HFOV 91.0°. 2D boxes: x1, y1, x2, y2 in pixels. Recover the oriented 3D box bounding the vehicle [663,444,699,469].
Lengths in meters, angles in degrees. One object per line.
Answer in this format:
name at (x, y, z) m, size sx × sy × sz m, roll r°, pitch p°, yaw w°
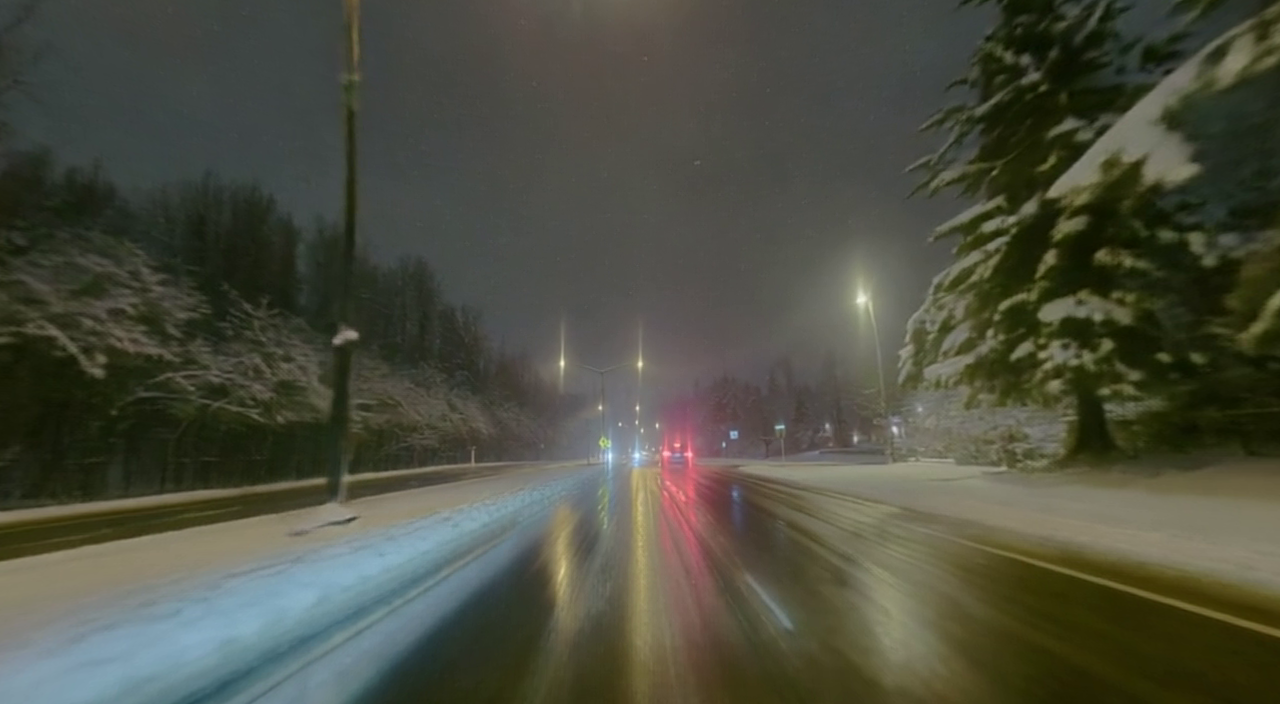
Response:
vehicle at (2.629, 6.835, 41.280) m, size 2.044 × 1.537 × 4.528 m, roll 0°, pitch -8°, yaw -1°
